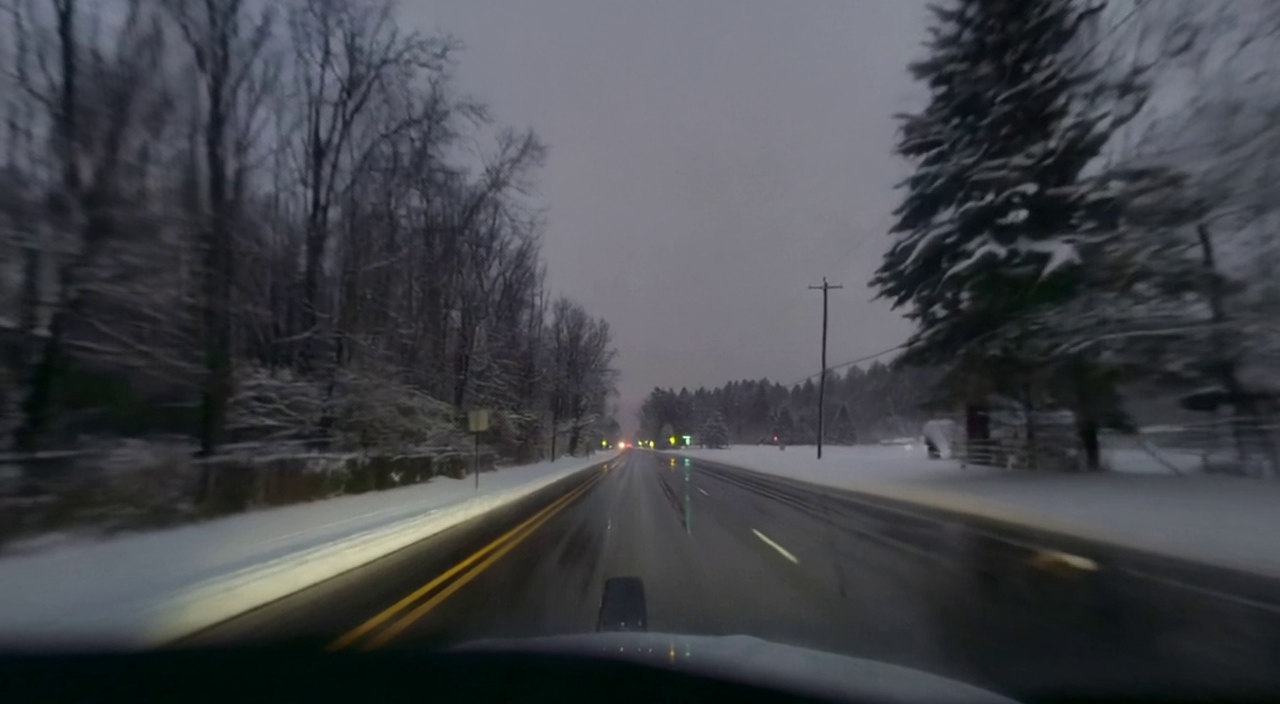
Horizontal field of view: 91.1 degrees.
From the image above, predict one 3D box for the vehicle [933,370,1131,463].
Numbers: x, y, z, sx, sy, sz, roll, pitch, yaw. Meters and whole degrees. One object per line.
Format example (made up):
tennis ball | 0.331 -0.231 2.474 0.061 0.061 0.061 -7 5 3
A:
vehicle | 16.989 3.129 28.410 2.826 3.500 9.295 0 -9 0
